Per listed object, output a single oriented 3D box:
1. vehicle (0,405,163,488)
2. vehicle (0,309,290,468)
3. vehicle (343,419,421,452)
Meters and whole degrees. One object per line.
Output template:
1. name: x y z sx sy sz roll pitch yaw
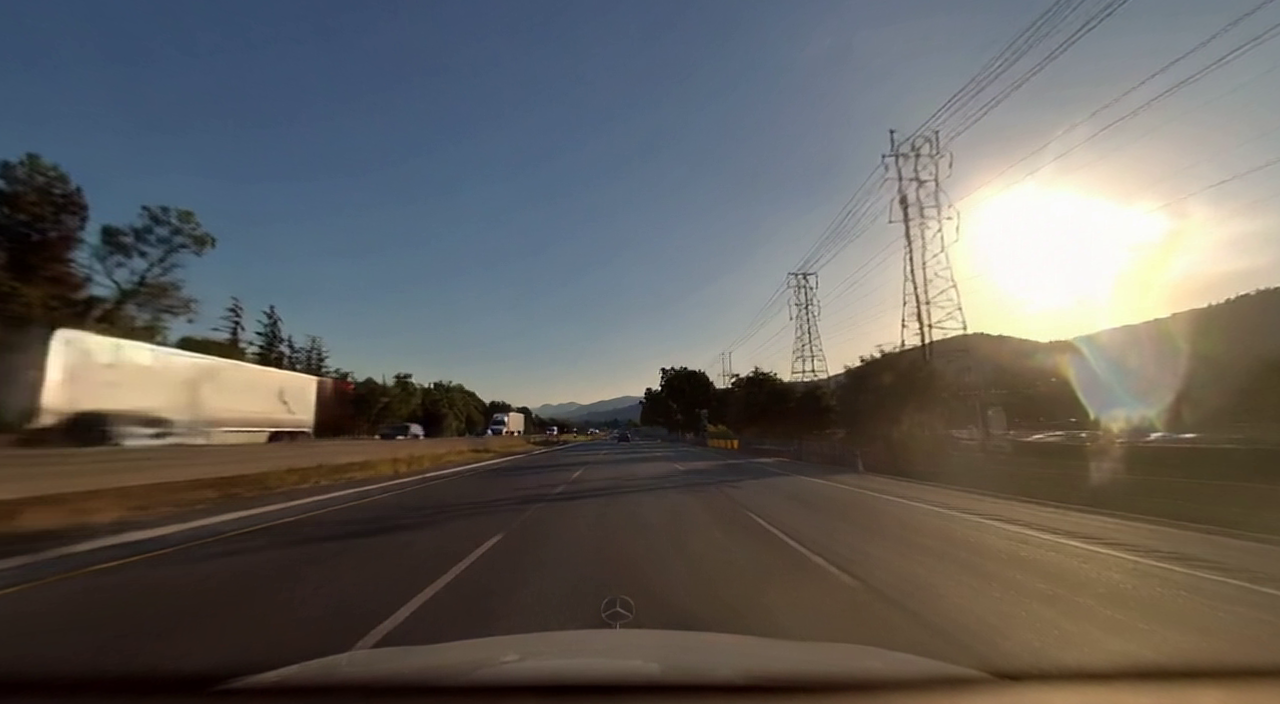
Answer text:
1. vehicle: -12.267 1.861 12.542 2.027 1.453 4.529 0 -8 -1
2. vehicle: -16.660 1.645 20.675 2.851 3.719 13.623 0 -8 -1
3. vehicle: -12.761 4.169 31.456 2.182 1.502 3.994 0 -8 0
